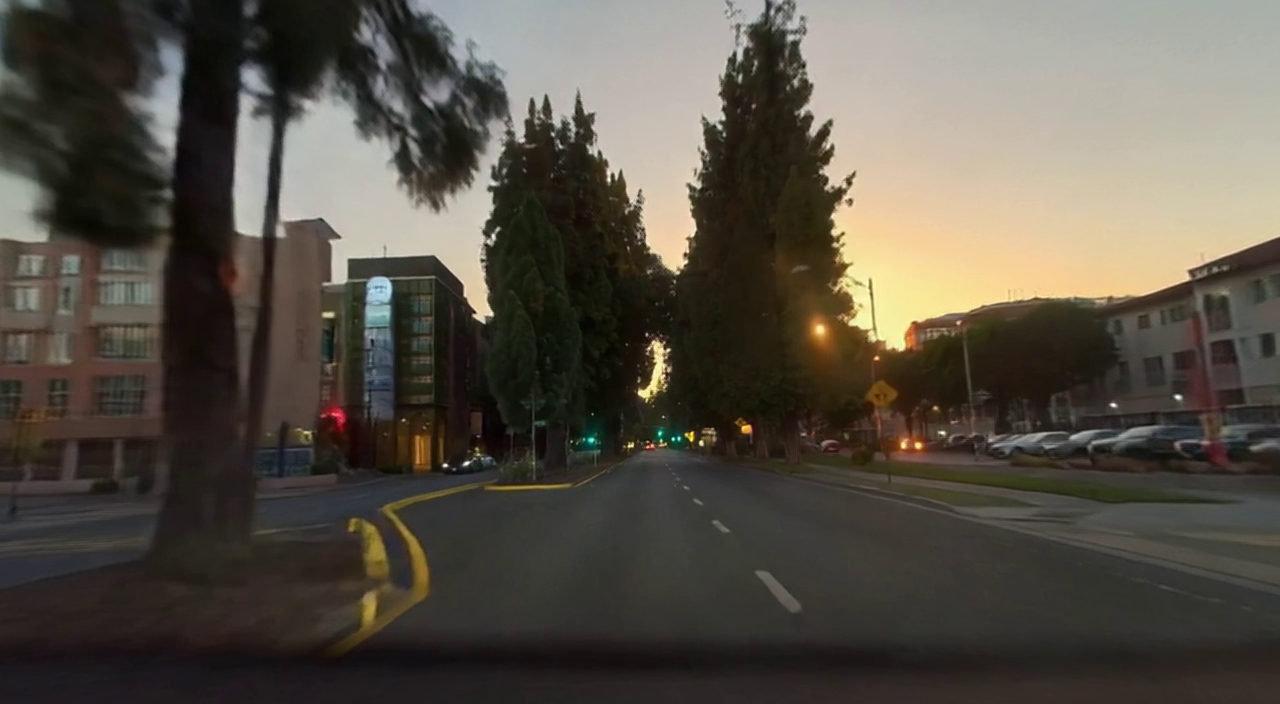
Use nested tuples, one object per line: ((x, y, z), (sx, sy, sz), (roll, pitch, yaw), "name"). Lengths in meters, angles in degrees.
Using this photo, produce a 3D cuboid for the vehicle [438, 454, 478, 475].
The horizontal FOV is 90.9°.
((-13.899, 8.578, 48.364), (1.835, 1.434, 4.325), (0, -8, 0), "vehicle")
